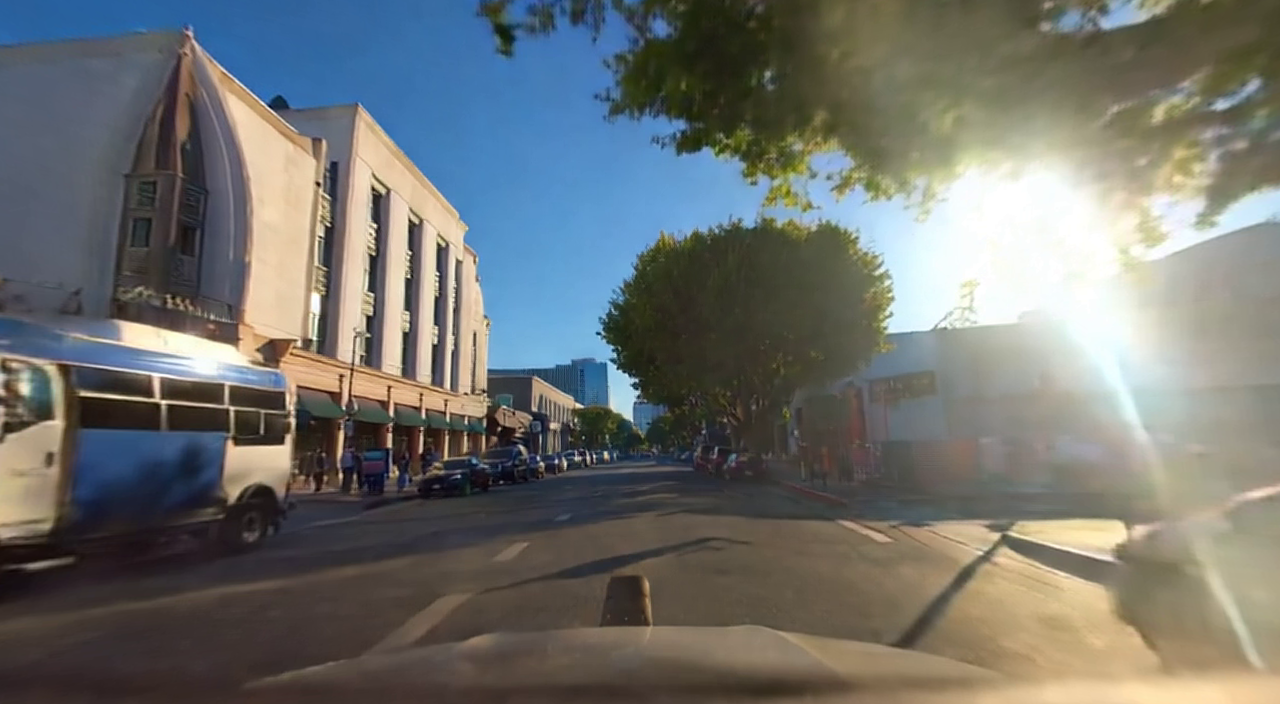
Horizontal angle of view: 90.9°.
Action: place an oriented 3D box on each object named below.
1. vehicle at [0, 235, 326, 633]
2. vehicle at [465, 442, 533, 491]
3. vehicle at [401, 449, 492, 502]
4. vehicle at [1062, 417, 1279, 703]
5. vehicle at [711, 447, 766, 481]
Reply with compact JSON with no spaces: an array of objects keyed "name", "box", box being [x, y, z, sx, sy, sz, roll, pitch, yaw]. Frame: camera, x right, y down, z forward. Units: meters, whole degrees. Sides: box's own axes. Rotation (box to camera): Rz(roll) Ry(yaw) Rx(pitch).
[{"name":"vehicle","box":[-6.818,0.958,7.413,2.851,3.375,6.057,0,-7,2]},{"name":"vehicle","box":[-6.409,5.191,29.139,2.238,1.891,4.780,-1,-7,-2]},{"name":"vehicle","box":[-6.611,4.225,22.079,1.917,1.487,4.659,-2,-8,-3]},{"name":"vehicle","box":[4.075,0.949,2.238,2.091,1.501,4.245,0,-8,-2]},{"name":"vehicle","box":[4.834,5.531,31.522,1.973,1.494,4.867,-1,-8,0]}]
